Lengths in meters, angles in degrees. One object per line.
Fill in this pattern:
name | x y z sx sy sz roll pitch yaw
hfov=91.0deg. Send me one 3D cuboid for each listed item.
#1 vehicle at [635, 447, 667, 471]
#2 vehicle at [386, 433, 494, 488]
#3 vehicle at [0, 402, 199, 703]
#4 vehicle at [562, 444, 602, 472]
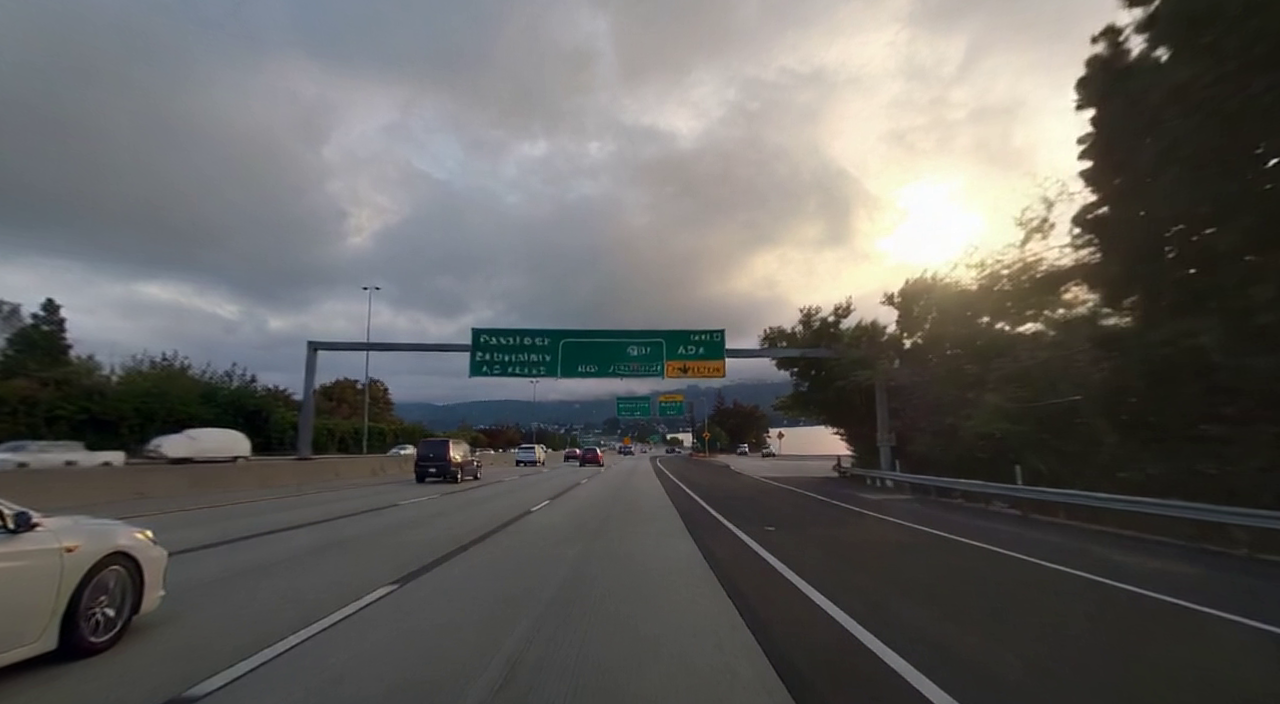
vehicle | 0.778 7.467 44.154 2.153 1.510 4.646 0 -9 2
vehicle | -7.546 4.170 24.553 2.250 1.870 5.647 0 -9 1
vehicle | -4.198 0.883 2.180 2.027 1.547 4.511 0 -9 1
vehicle | -3.753 6.941 41.510 2.132 1.708 4.571 0 -9 1
